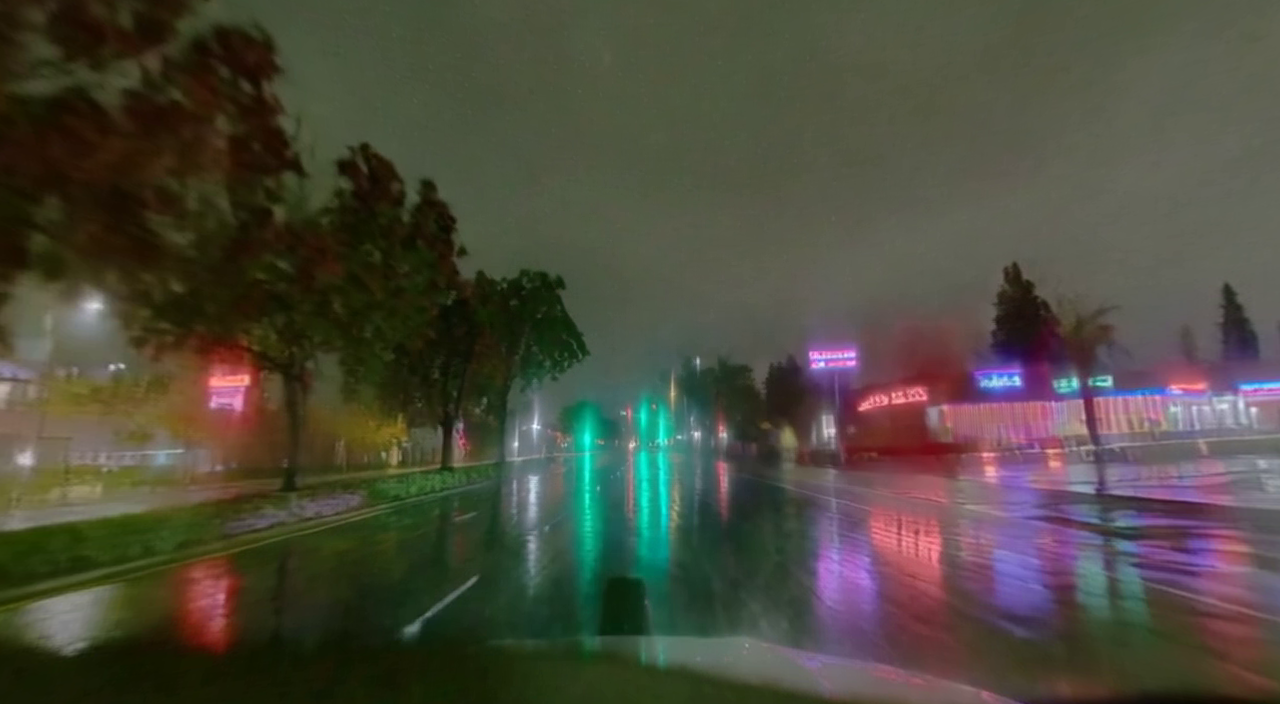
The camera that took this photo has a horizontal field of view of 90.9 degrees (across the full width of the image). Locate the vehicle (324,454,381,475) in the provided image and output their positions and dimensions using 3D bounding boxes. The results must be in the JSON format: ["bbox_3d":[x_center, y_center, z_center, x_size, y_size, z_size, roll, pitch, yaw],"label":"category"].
[{"bbox_3d":[-22.099,8.646,48.653,2.135,1.467,4.653,-1,-8,2],"label":"vehicle"}]
